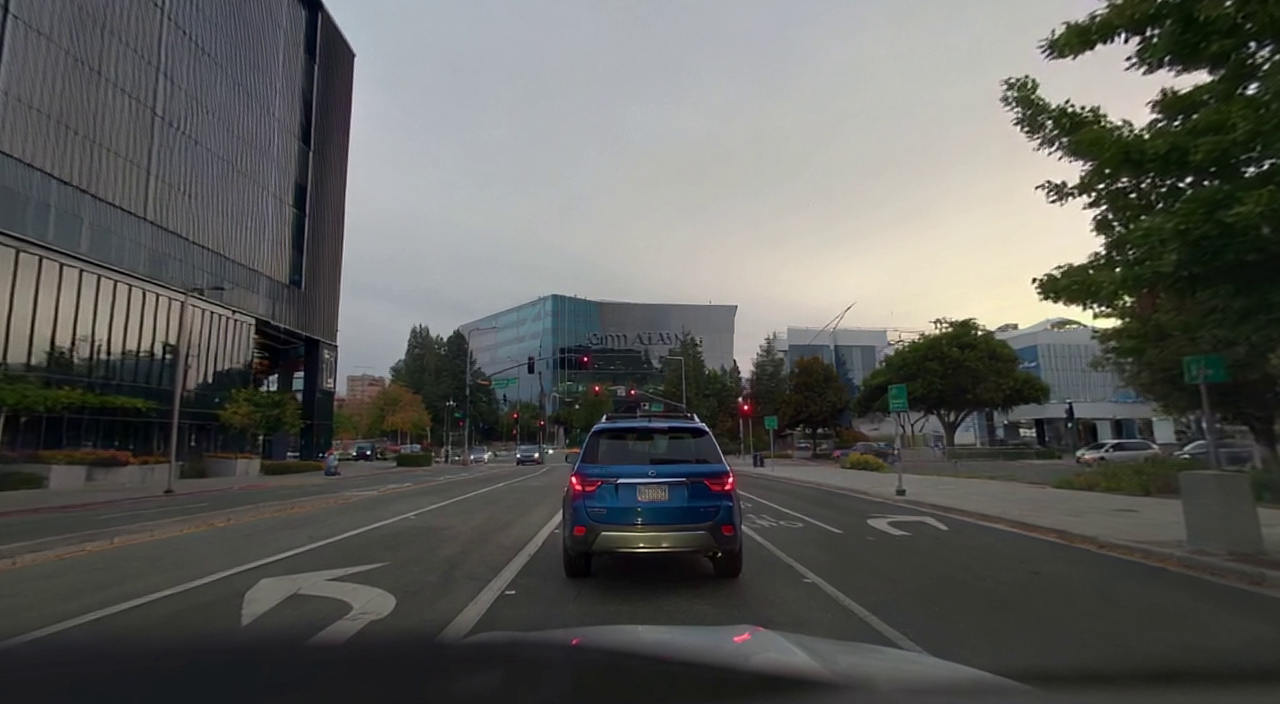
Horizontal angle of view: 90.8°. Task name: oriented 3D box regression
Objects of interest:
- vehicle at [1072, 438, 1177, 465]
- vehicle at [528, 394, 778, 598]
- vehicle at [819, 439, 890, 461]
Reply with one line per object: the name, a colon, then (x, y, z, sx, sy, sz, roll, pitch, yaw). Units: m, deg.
vehicle: (29.421, 6.055, 38.474, 4.571, 1.558, 2.171, 0, -9, -2)
vehicle: (0.014, 1.555, 7.635, 2.183, 1.765, 4.059, 0, -9, -3)
vehicle: (15.410, 7.036, 45.454, 4.422, 1.563, 1.751, 0, -8, -1)
